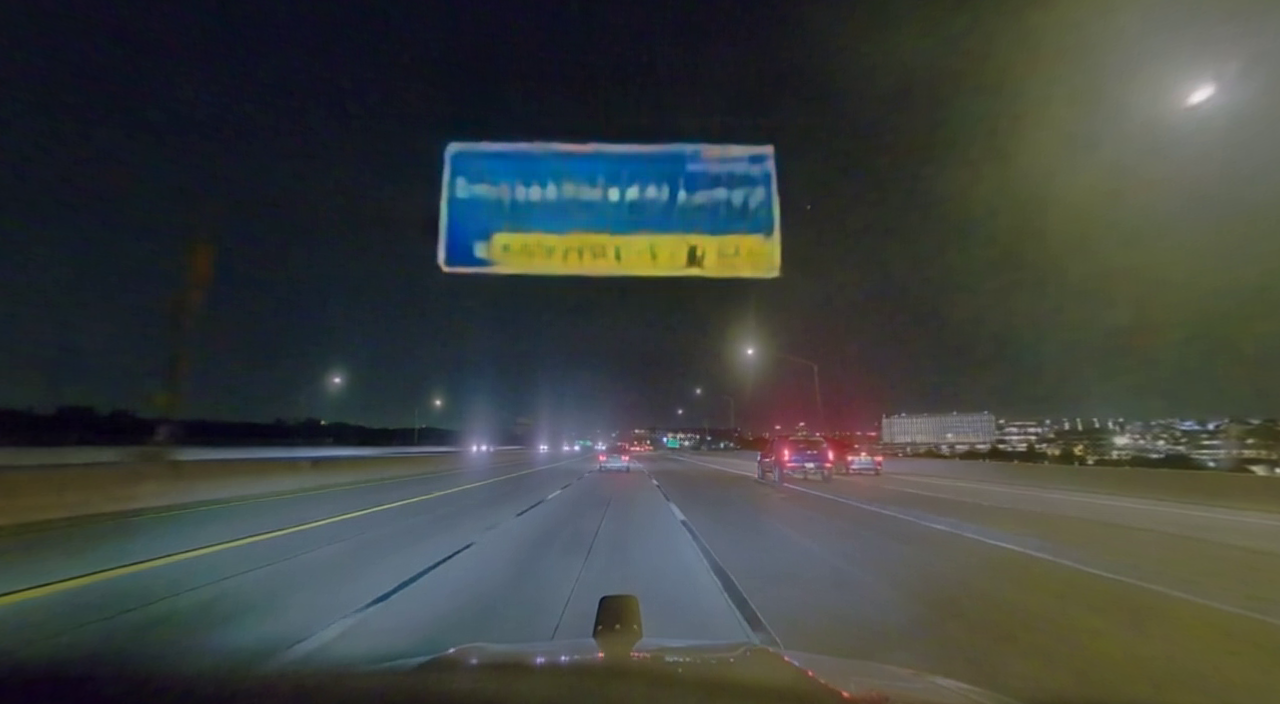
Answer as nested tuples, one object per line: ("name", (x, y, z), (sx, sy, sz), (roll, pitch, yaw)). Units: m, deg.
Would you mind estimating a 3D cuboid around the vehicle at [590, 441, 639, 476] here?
("vehicle", (-1.165, 5.091, 30.079), (2.055, 1.509, 4.255), (-1, -9, 2))
